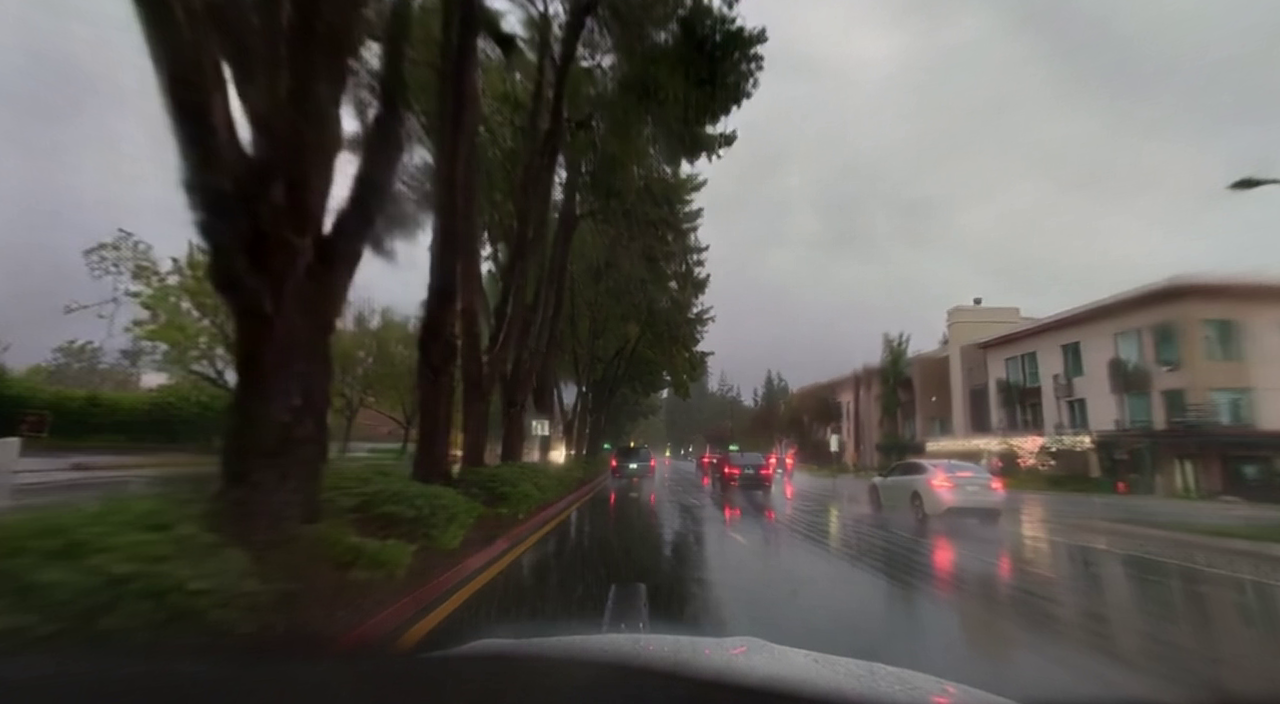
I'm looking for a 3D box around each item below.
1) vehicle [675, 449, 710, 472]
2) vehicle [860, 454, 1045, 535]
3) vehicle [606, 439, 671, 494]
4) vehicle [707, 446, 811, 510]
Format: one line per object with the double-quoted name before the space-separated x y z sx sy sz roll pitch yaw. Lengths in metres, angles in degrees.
"vehicle" 3.603 7.554 43.818 2.012 1.462 4.163 0 -8 -1
"vehicle" 6.734 3.069 14.170 1.944 1.458 4.268 0 -8 0
"vehicle" -0.062 3.841 21.458 2.008 1.674 4.239 0 -8 0
"vehicle" 3.086 3.343 17.235 1.932 1.510 4.168 0 -8 -1
